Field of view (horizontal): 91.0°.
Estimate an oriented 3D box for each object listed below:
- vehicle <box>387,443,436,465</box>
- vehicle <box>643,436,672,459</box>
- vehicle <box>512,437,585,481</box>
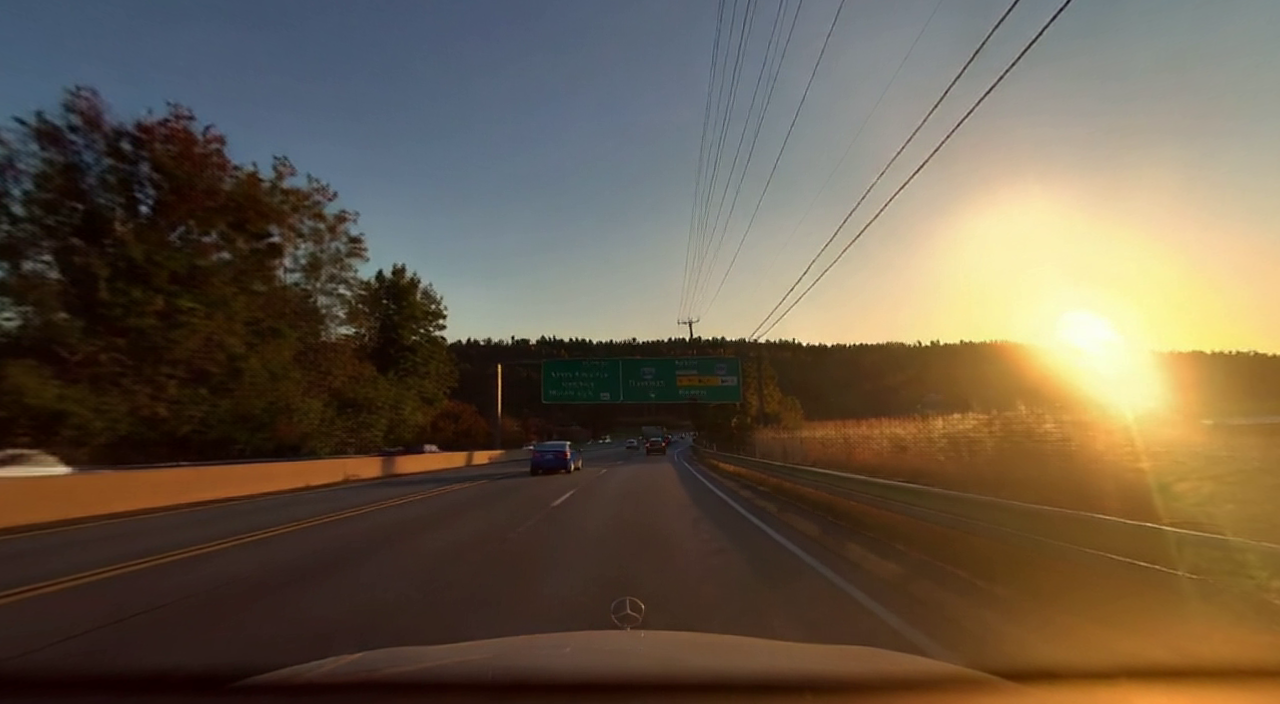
[{"bbox_3d":[-15.642,7.004,43.304,1.804,1.419,3.775,0,-8,2],"label":"vehicle"},{"bbox_3d":[1.368,7.449,49.189,2.176,1.725,4.182,0,-8,2],"label":"vehicle"},{"bbox_3d":[-3.397,4.036,24.179,2.021,1.515,4.453,0,-8,2],"label":"vehicle"}]
